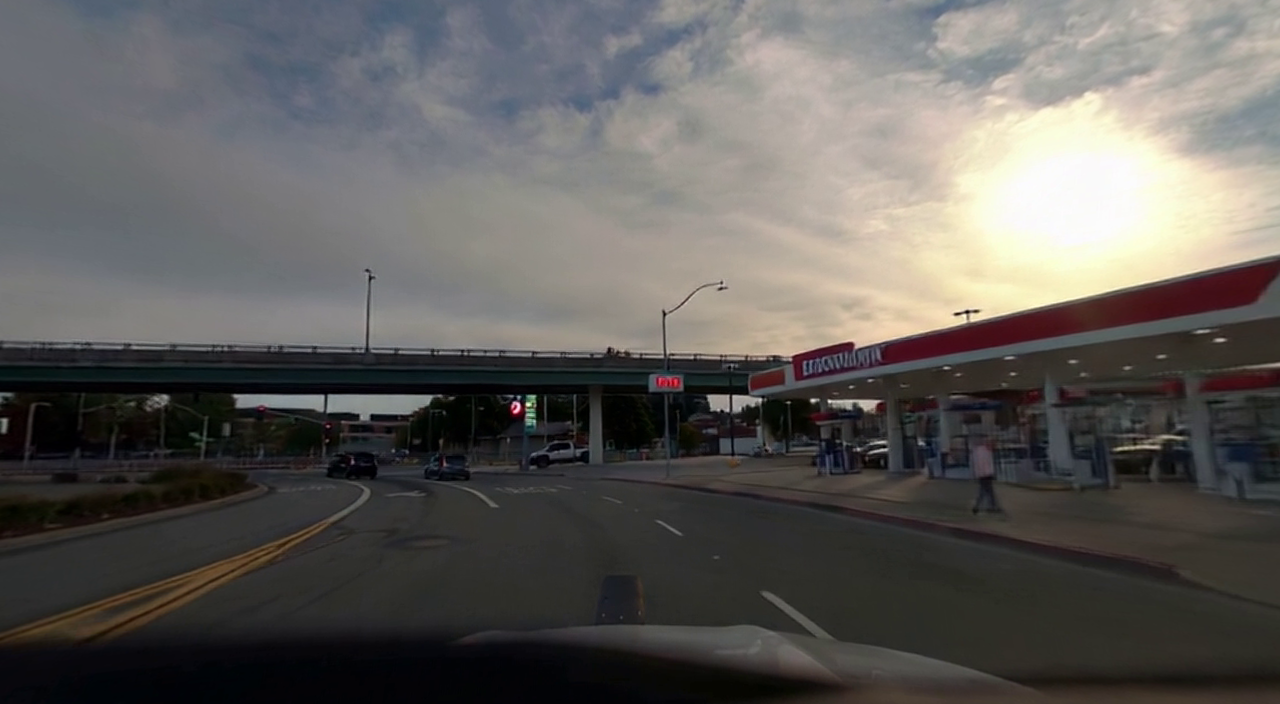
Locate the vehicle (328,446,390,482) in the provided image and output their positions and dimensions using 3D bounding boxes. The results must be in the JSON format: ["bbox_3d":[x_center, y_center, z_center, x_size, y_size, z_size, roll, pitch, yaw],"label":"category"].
[{"bbox_3d":[-17.160,6.776,38.348,2.254,2.006,4.766,7,-11,-37],"label":"vehicle"}]

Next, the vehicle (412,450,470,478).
[{"bbox_3d":[-14.413,8.019,45.428,2.202,1.822,4.826,8,-12,-40],"label":"vehicle"}]
